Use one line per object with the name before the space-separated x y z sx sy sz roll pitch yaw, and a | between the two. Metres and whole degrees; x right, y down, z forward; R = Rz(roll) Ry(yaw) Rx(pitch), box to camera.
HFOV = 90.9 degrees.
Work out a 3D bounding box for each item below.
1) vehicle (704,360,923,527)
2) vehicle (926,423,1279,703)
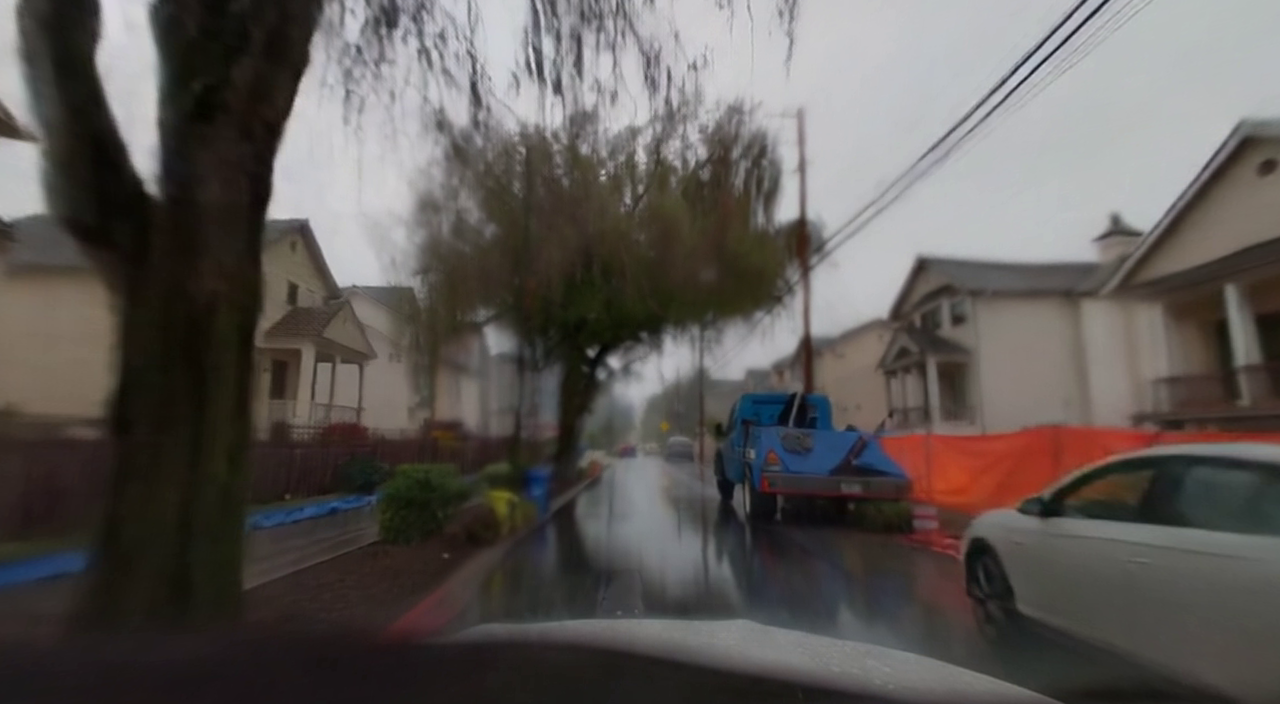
vehicle | 3.243 1.940 13.796 2.879 2.801 6.142 0 -8 -2
vehicle | 3.302 1.149 3.226 1.821 1.530 3.846 0 -8 -1
